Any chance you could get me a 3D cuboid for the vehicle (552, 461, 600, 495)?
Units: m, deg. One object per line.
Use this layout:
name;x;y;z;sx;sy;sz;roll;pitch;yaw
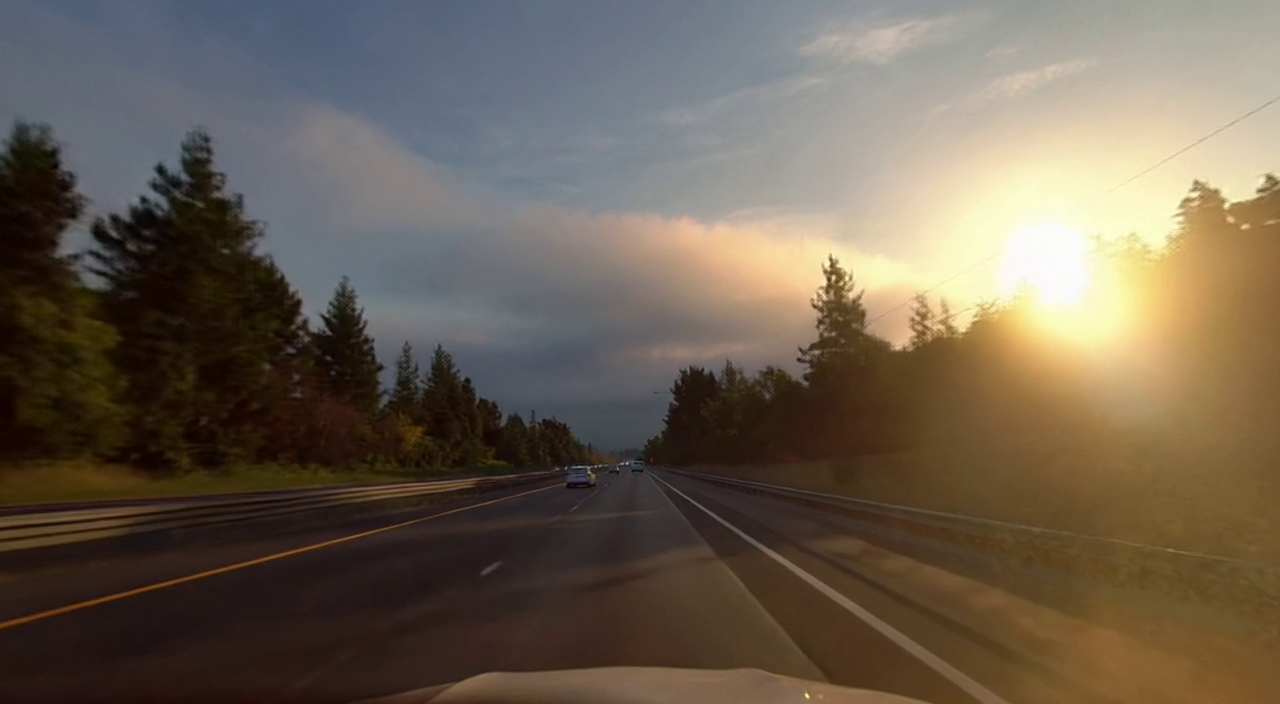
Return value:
vehicle;-3.155;6.318;31.748;1.900;1.550;4.146;1;-11;1
